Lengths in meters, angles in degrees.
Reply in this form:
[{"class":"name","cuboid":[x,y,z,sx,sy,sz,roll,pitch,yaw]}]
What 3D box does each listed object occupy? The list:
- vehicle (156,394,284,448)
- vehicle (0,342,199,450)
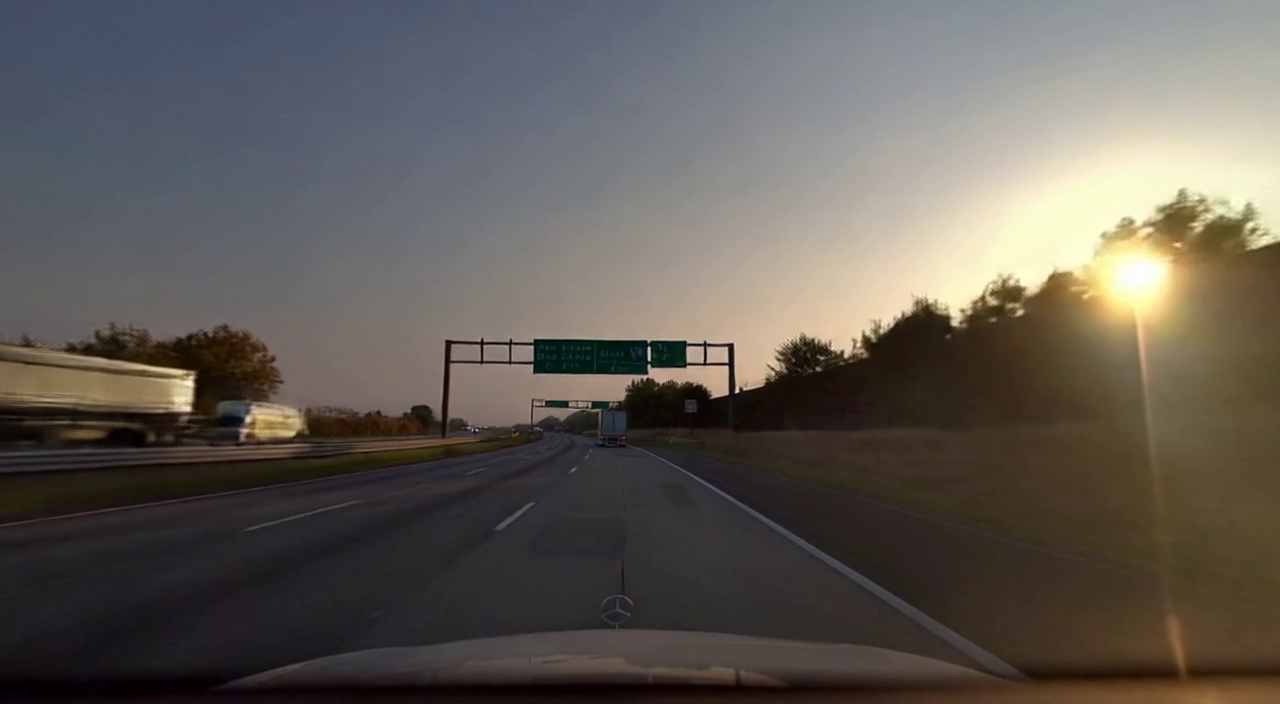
[{"class":"vehicle","cuboid":[-20.978,3.591,31.975,2.328,2.433,6.234,0,-8,-2]},{"class":"vehicle","cuboid":[-24.846,1.906,25.199,3.018,3.876,16.871,1,-8,-3]}]
